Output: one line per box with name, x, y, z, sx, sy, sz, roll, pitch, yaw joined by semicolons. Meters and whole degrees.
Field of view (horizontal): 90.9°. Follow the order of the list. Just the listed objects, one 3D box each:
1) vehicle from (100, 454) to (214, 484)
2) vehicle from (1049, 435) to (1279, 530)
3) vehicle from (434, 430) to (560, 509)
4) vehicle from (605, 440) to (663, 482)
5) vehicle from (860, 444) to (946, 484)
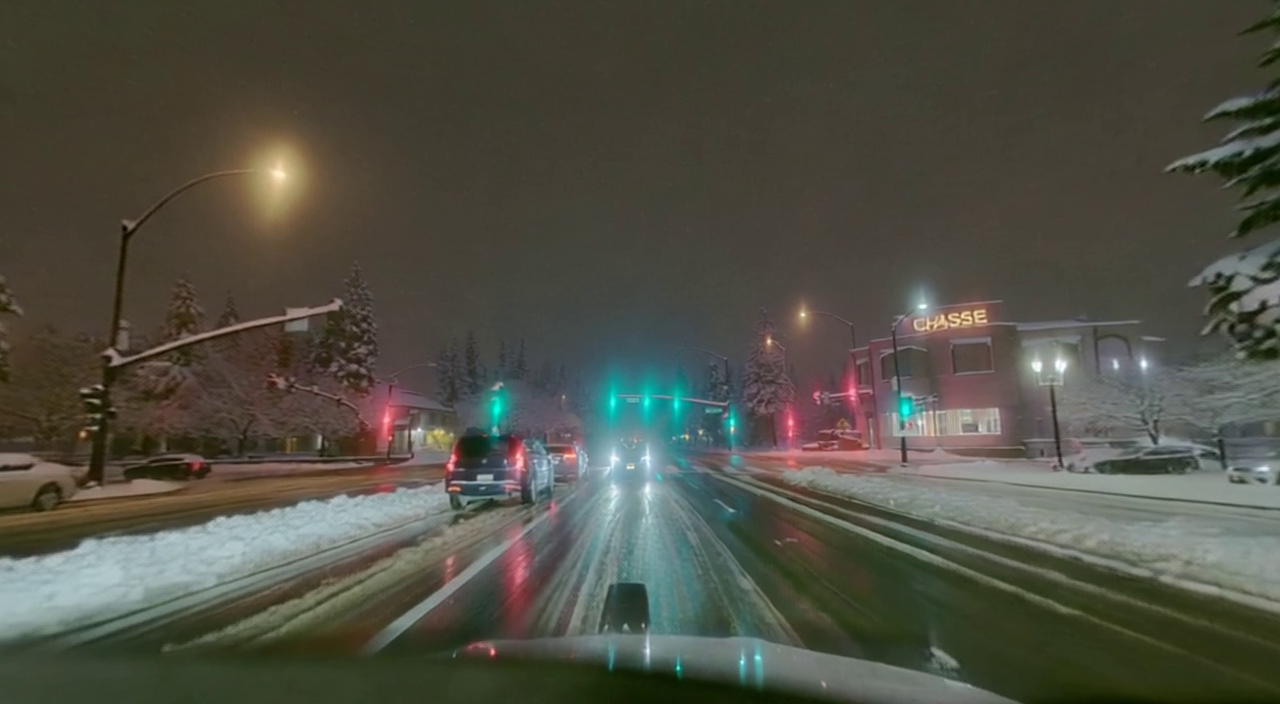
vehicle;-26.415;6.411;34.688;4.687;1.482;1.914;4;-10;-29
vehicle;10.329;2.380;12.158;1.936;1.474;4.331;0;-8;0
vehicle;-3.357;2.867;15.878;2.057;1.678;4.639;0;-8;0
vehicle;-0.247;4.191;24.569;2.059;1.477;3.988;0;-8;-1
vehicle;11.052;4.696;26.808;1.935;1.435;4.141;4;-8;1
